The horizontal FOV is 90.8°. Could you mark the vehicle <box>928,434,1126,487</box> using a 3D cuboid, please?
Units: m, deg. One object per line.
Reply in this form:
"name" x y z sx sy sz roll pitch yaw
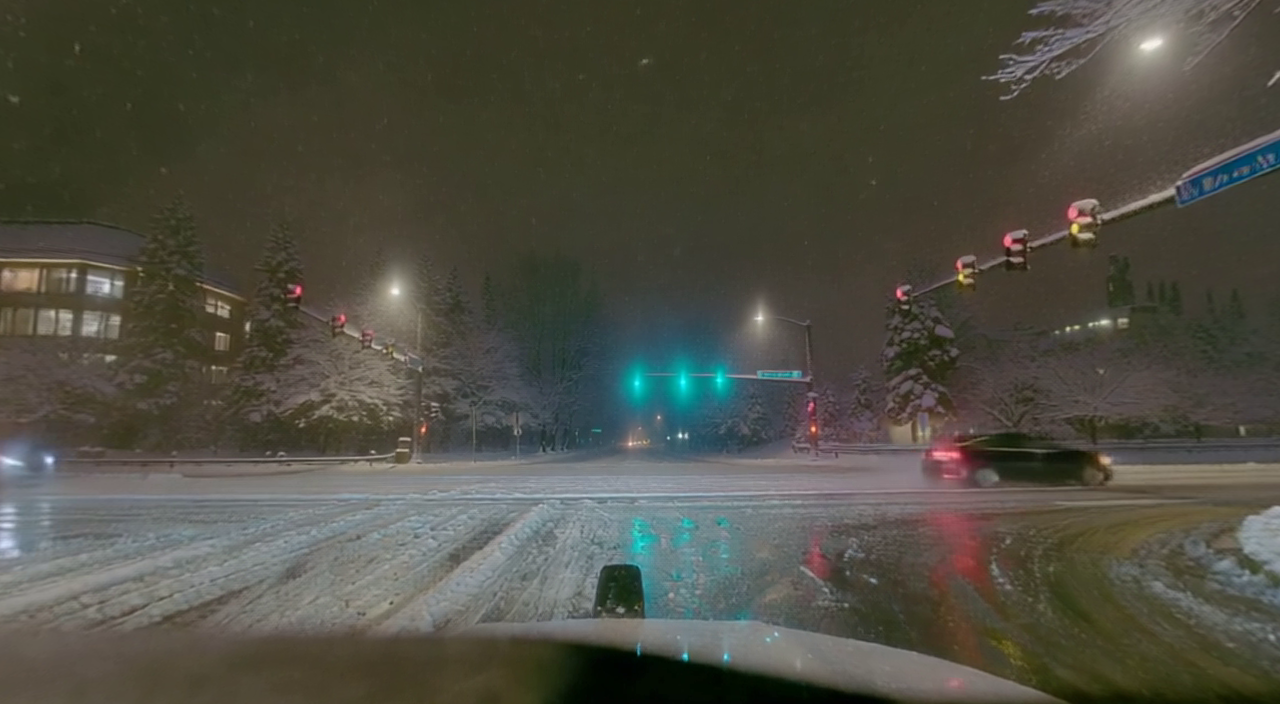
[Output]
"vehicle" 11.554 3.264 19.104 4.698 1.466 1.883 0 -9 0
